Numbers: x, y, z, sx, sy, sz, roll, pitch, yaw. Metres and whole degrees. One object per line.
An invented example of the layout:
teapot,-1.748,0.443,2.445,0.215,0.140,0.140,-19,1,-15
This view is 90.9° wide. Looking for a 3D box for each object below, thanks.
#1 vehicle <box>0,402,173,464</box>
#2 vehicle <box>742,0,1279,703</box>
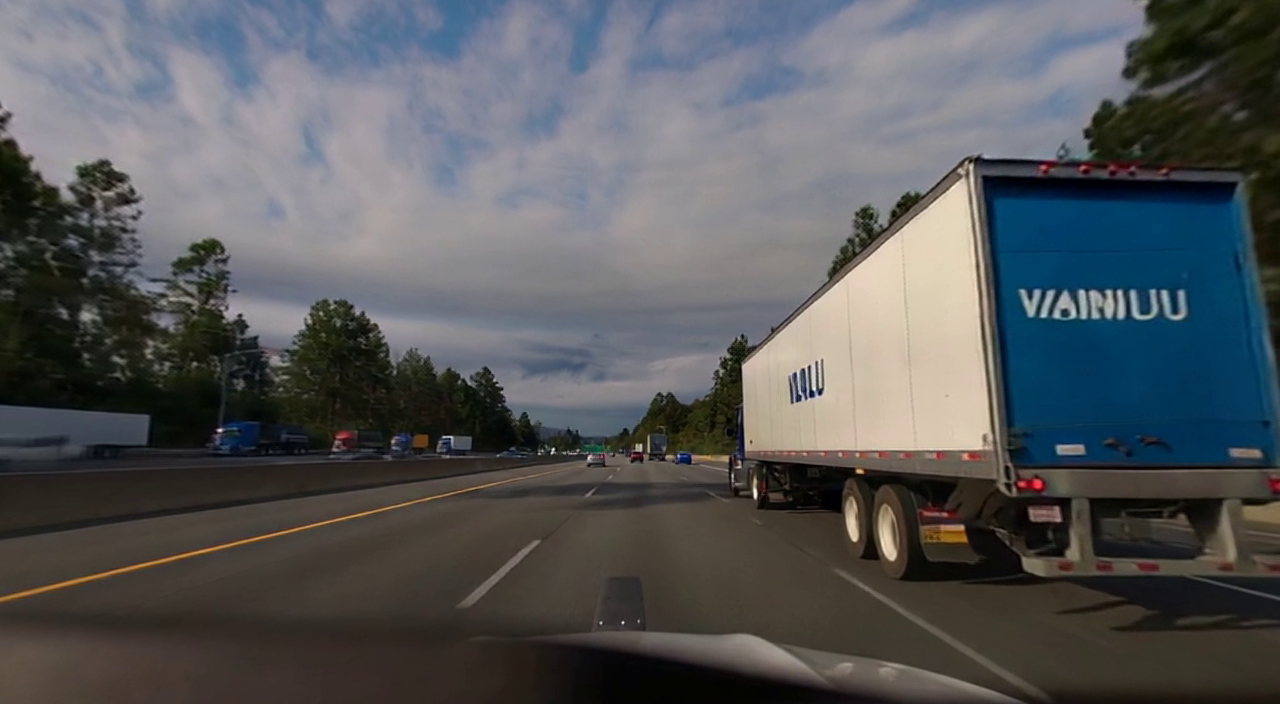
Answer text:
vehicle,-41.779,5.768,44.104,3.143,4.022,14.844,-4,-10,22
vehicle,4.426,0.963,10.537,2.847,4.075,14.244,0,-9,-1
